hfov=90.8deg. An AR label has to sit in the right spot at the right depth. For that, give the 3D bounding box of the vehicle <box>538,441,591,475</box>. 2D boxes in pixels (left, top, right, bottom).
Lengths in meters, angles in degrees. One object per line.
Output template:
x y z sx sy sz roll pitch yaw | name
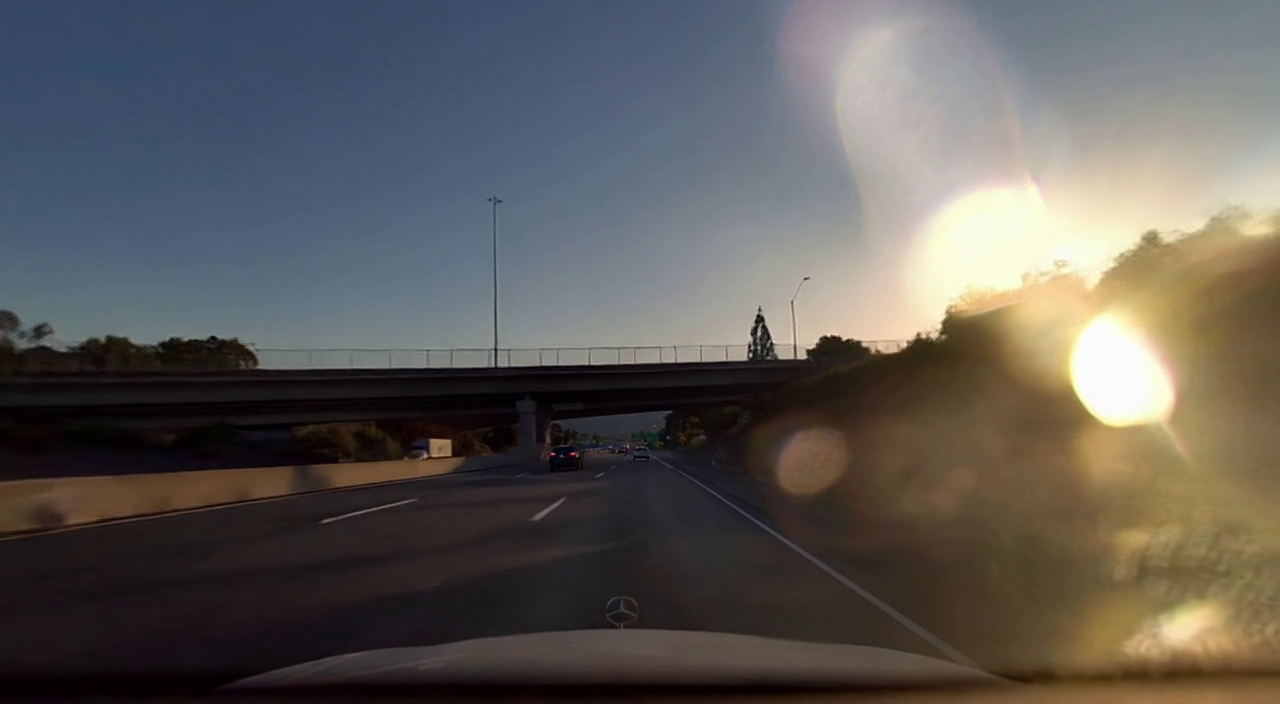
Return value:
-4.153 5.947 35.705 2.272 1.759 5.058 0 -9 1 | vehicle
